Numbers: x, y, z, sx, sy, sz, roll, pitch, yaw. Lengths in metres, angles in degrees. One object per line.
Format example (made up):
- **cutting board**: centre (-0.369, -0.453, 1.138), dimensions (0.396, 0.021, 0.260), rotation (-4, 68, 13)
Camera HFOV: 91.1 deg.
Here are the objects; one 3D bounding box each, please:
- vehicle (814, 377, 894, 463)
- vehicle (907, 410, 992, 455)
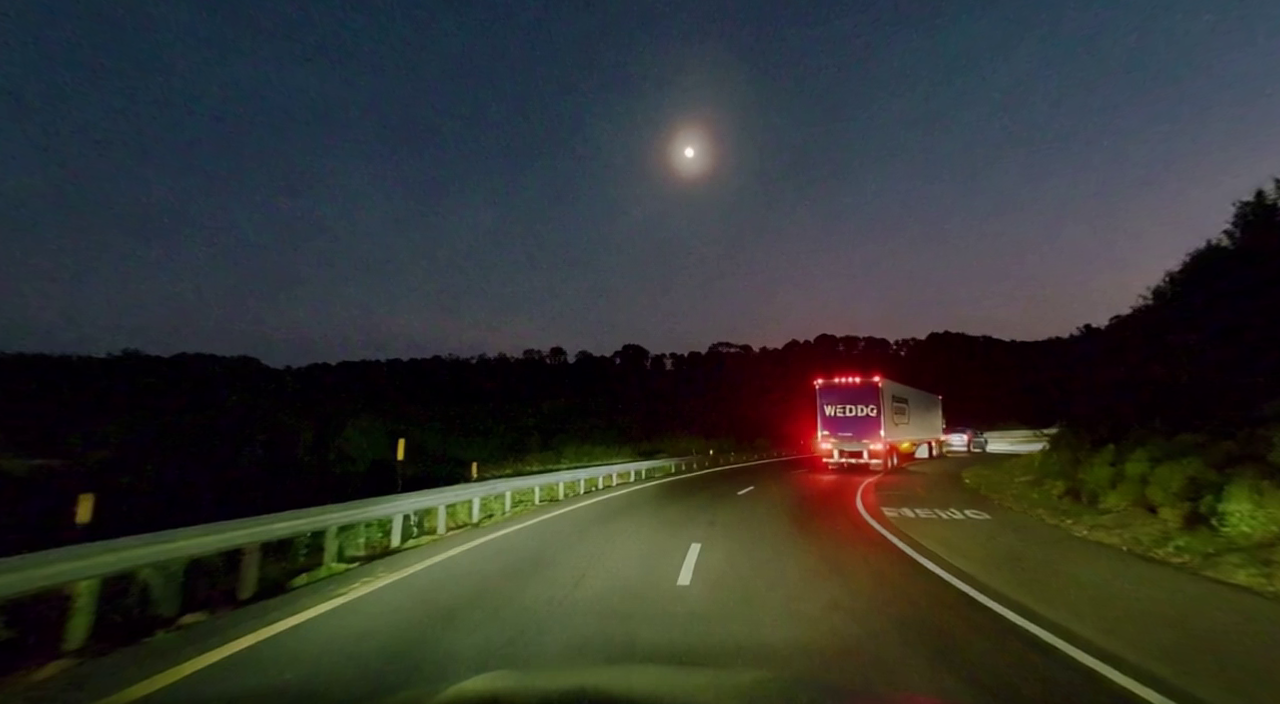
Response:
- **vehicle**: centre (10.153, 3.270, 29.729), dimensions (2.963, 3.771, 3.137), rotation (-4, -9, 29)
- **vehicle**: centre (19.093, 4.946, 38.594), dimensions (6.650, 2.524, 2.120), rotation (7, -10, -41)
